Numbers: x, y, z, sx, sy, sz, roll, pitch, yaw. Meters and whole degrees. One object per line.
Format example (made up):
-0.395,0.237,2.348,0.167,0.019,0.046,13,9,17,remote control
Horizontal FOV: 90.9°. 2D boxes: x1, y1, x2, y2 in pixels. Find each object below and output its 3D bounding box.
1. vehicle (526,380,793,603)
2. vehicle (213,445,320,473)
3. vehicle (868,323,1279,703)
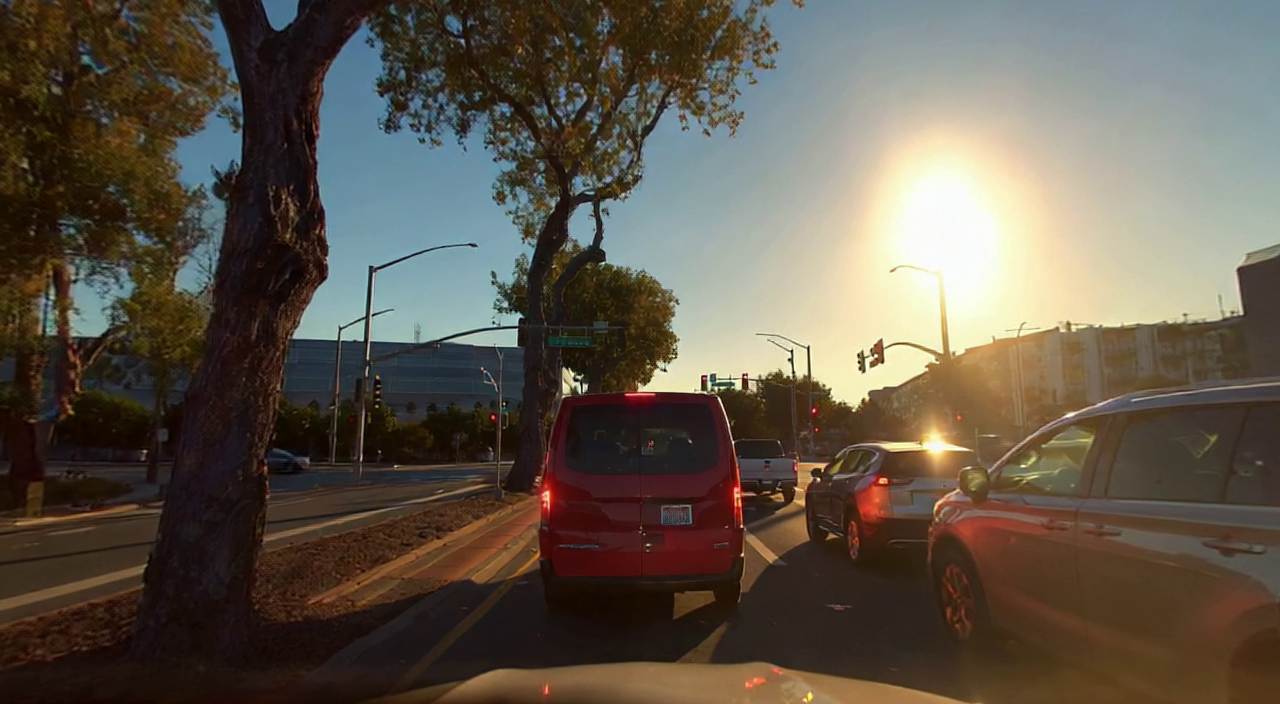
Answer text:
0.172,1.468,7.451,2.185,1.822,4.391,0,-8,0,vehicle
-20.910,5.991,35.430,4.664,1.449,1.992,1,-8,-6,vehicle
2.895,0.951,3.179,1.971,1.663,4.287,0,-8,2,vehicle
